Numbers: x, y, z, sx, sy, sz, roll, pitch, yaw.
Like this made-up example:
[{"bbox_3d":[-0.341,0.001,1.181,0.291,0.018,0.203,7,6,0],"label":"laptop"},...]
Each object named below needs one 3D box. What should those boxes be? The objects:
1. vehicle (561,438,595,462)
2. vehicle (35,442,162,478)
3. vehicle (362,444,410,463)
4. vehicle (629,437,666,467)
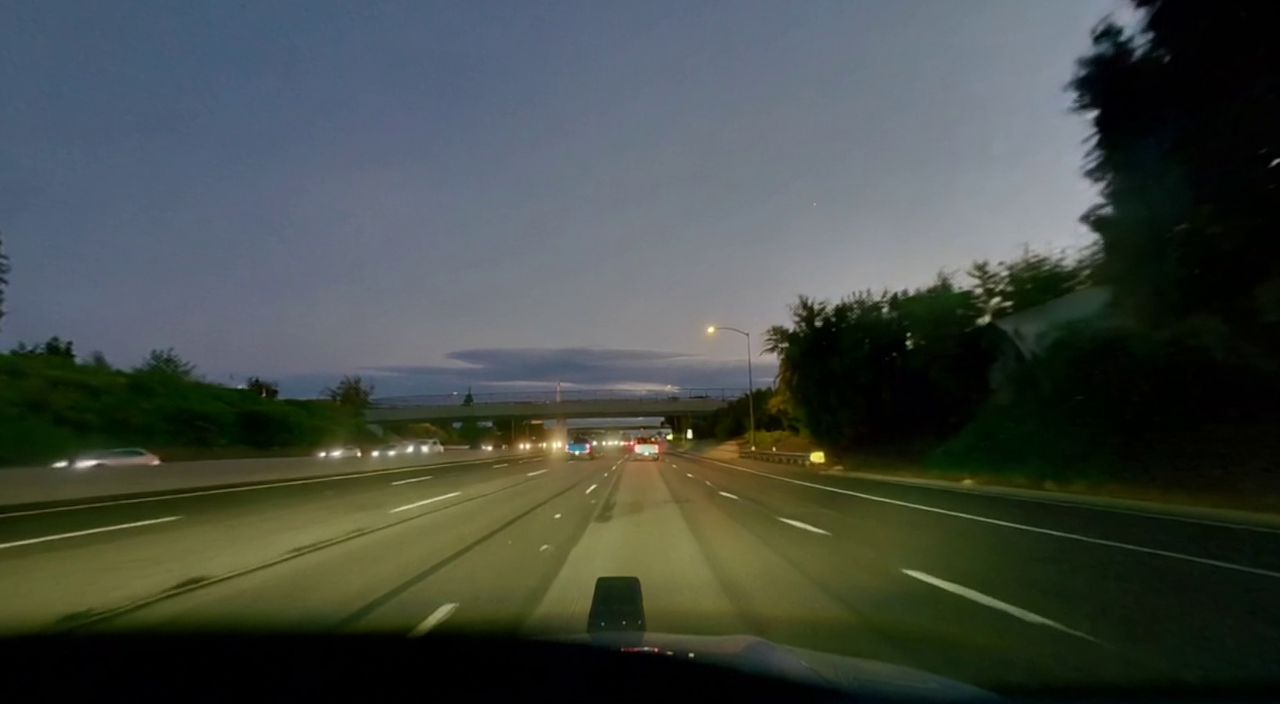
[{"bbox_3d":[-4.771,7.613,49.204,2.091,1.749,4.271,0,-8,2],"label":"vehicle"},{"bbox_3d":[-23.543,4.680,27.671,1.814,1.455,4.188,0,-8,0],"label":"vehicle"},{"bbox_3d":[-19.902,7.965,49.594,1.915,1.439,4.467,0,-8,0],"label":"vehicle"},{"bbox_3d":[0.437,5.914,37.362,2.010,1.637,4.940,0,-8,1],"label":"vehicle"}]
